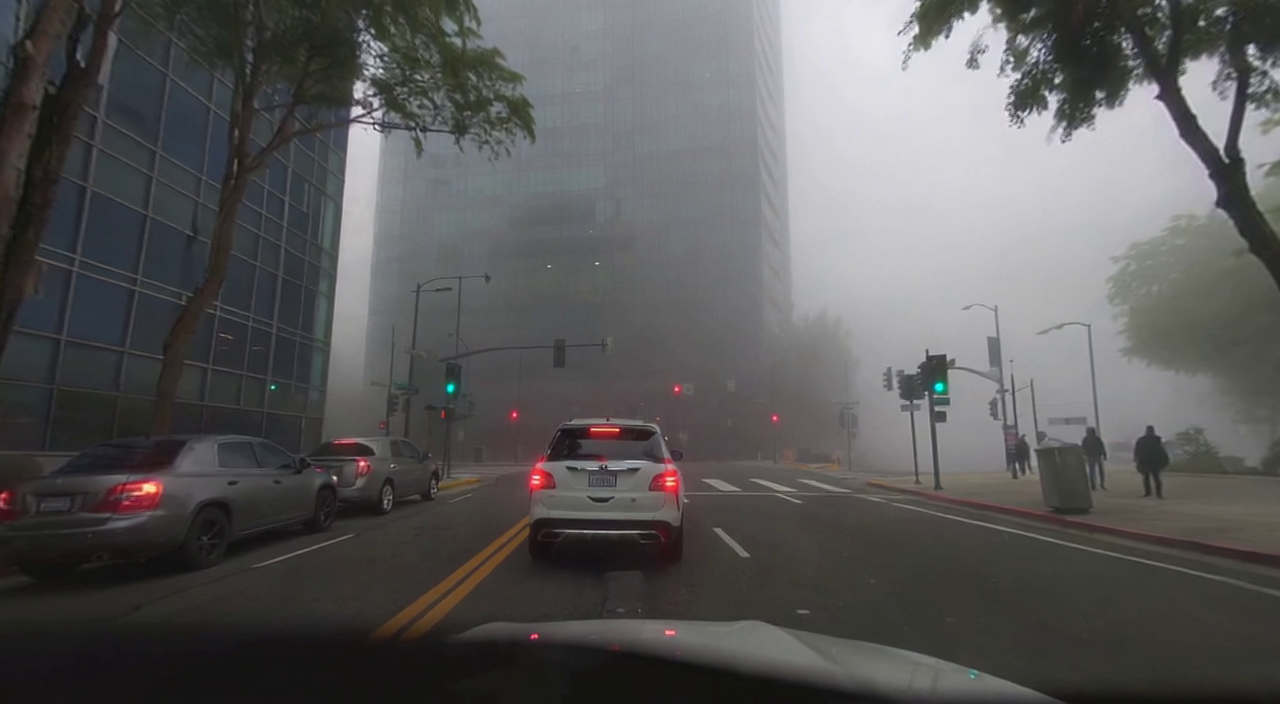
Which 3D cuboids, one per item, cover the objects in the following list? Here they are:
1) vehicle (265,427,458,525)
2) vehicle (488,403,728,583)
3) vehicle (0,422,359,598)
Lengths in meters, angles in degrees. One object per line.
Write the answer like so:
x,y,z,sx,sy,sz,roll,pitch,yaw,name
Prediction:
-5.873,2.667,14.172,2.077,1.791,4.751,0,-9,1,vehicle
-0.286,1.627,8.002,2.258,1.687,3.934,0,-9,1,vehicle
-5.751,1.877,8.475,1.904,1.684,4.529,0,-9,-1,vehicle
